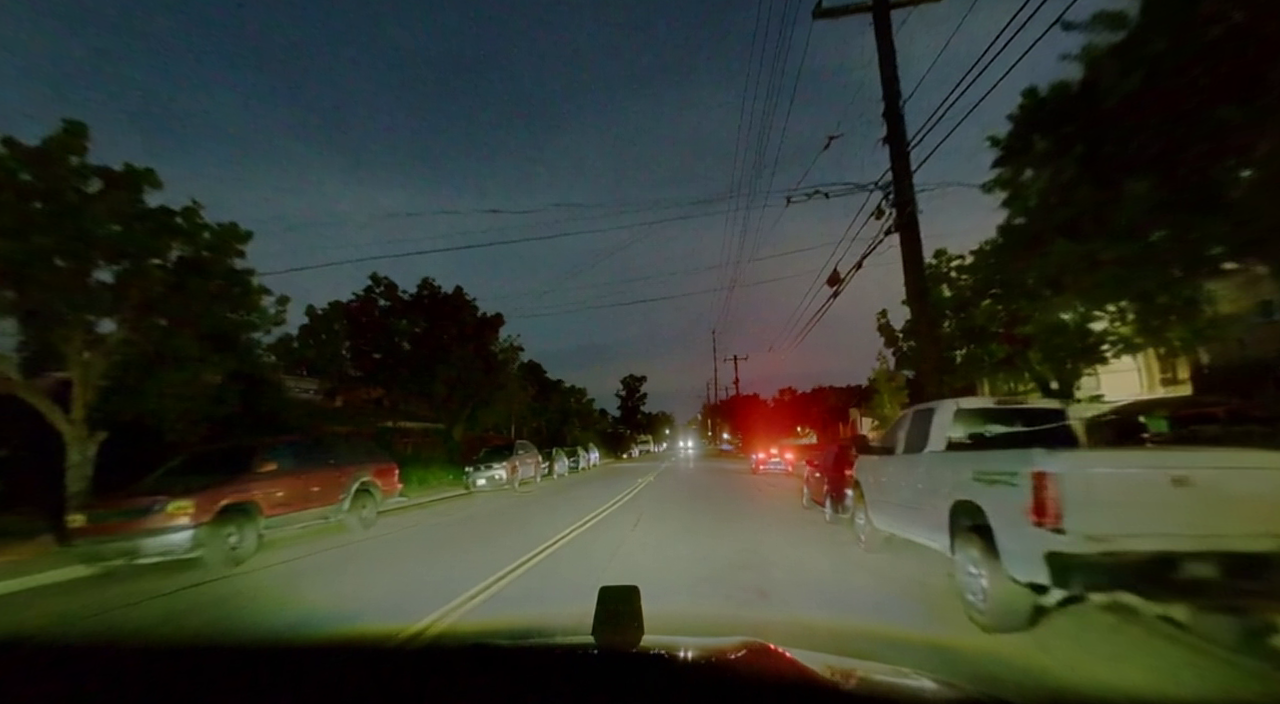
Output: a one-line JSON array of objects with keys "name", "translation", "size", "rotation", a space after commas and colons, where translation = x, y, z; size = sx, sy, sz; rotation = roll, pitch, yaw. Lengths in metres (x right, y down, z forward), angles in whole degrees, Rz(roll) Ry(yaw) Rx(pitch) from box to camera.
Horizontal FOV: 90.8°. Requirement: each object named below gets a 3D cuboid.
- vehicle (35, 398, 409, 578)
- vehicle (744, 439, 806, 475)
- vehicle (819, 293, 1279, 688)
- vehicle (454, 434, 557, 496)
[{"name": "vehicle", "translation": [-6.081, 2.121, 10.430], "size": [2.353, 2.037, 5.358], "rotation": [-4, -10, 3]}, {"name": "vehicle", "translation": [6.008, 4.744, 28.700], "size": [2.108, 1.493, 4.878], "rotation": [-1, -9, 5]}, {"name": "vehicle", "translation": [3.516, 1.128, 6.147], "size": [2.397, 2.130, 5.384], "rotation": [-1, -9, 5]}, {"name": "vehicle", "translation": [-4.703, 4.028, 22.896], "size": [2.192, 1.873, 4.985], "rotation": [-4, -9, 5]}]
